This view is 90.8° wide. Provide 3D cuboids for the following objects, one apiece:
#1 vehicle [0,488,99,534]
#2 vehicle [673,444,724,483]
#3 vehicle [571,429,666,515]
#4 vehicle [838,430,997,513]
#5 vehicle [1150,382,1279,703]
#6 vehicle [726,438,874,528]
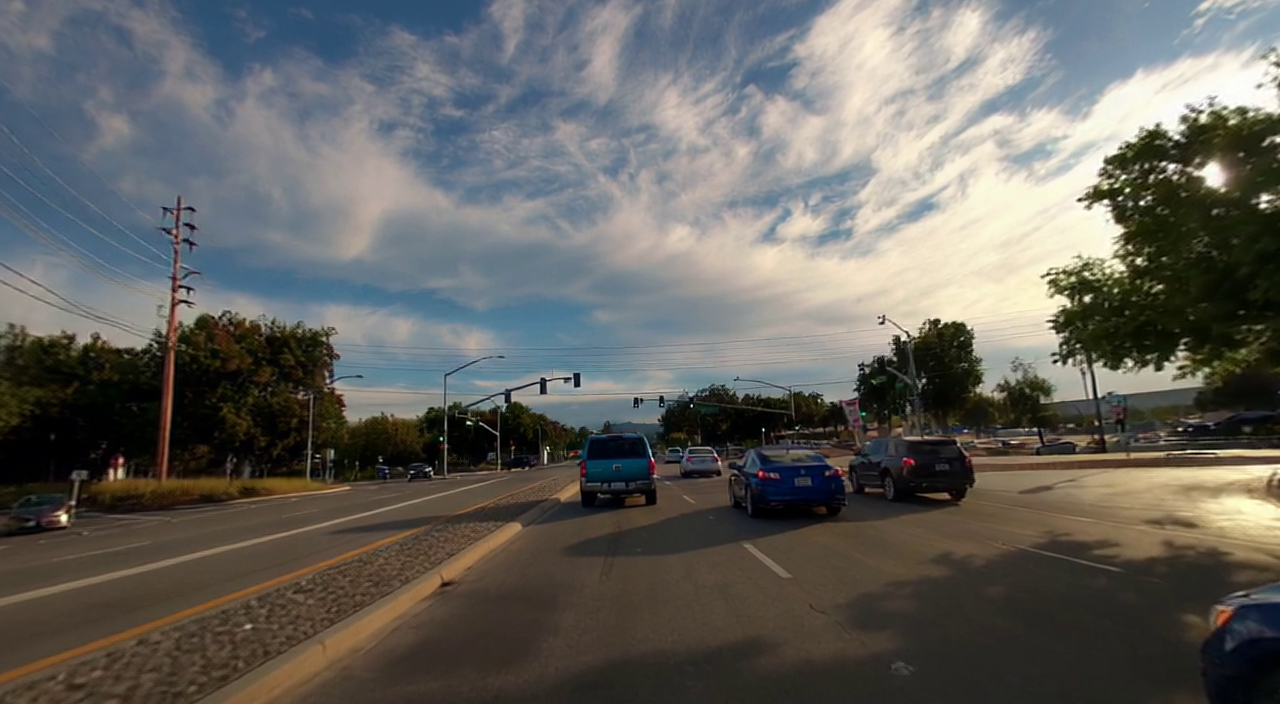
[{"bbox_3d":[-26.926,7.197,28.582,4.526,1.715,1.989,-10,-13,26],"label":"vehicle"},{"bbox_3d":[2.776,5.403,30.844,1.915,1.765,4.047,0,-9,-2],"label":"vehicle"},{"bbox_3d":[-0.580,3.160,17.093,2.231,1.998,4.254,0,-9,-2],"label":"vehicle"},{"bbox_3d":[6.693,2.917,15.889,1.929,1.753,4.396,0,-9,-1],"label":"vehicle"},{"bbox_3d":[3.248,0.620,0.573,1.889,1.517,4.308,0,-9,-1],"label":"vehicle"},{"bbox_3d":[3.169,2.677,13.548,1.880,1.579,4.401,0,-9,-2],"label":"vehicle"}]
